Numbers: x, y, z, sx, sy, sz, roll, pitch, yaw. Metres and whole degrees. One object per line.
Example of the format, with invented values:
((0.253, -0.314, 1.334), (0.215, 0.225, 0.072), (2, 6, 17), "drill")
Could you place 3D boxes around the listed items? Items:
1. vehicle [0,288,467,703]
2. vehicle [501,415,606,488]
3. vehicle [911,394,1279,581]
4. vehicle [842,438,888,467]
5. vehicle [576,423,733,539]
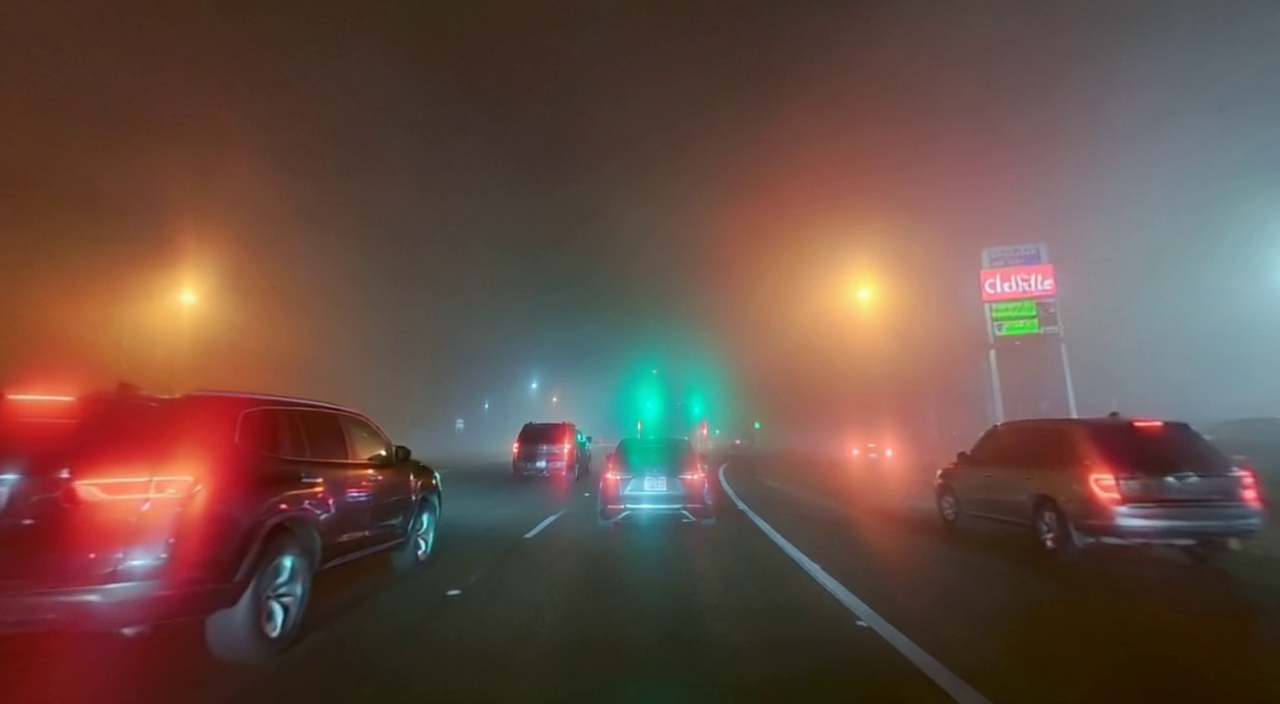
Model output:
((-3.050, 1.014, 4.644), (2.124, 1.829, 4.799), (0, -8, 1), "vehicle")
((-2.453, 3.035, 19.518), (2.289, 1.935, 5.227), (-1, -8, 2), "vehicle")
((5.830, 1.673, 8.642), (2.141, 1.794, 4.933), (0, -8, 2), "vehicle")
((12.495, 5.570, 35.226), (1.900, 1.507, 4.151), (-2, -9, 13), "vehicle")
((0.154, 1.995, 10.380), (2.061, 1.494, 4.079), (0, -8, -1), "vehicle")
